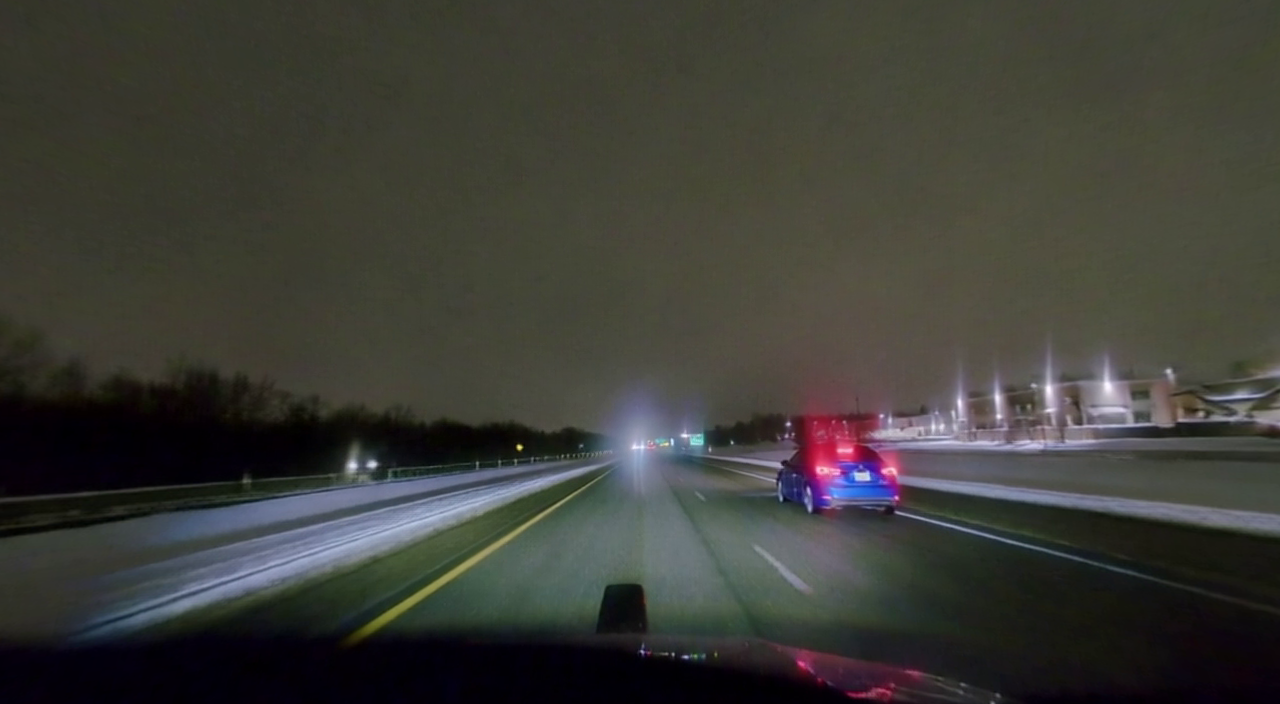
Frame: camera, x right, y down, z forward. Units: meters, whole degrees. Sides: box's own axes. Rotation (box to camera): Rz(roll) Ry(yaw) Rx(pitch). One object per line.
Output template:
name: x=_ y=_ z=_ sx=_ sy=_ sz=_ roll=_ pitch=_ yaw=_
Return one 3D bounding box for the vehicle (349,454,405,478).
vehicle: x=-17.532 y=7.577 z=42.234 sx=1.751 sy=1.453 sz=4.503 roll=-1 pitch=-8 yaw=1

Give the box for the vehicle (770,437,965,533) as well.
vehicle: x=4.153 y=2.495 z=12.557 sx=2.053 sy=1.490 sz=4.799 roll=0 pitch=-8 yaw=0
